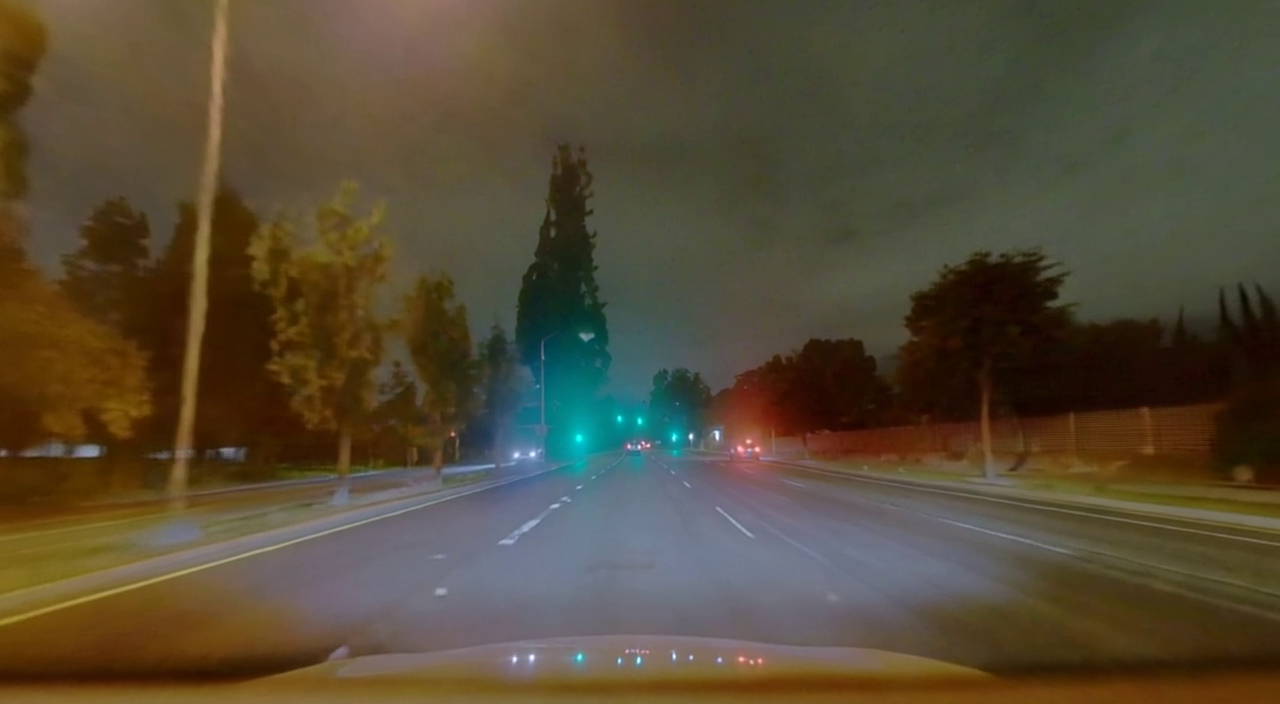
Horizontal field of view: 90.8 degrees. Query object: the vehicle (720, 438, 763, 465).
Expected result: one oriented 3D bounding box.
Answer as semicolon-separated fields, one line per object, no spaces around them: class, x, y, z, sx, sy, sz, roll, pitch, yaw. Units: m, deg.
vehicle;6.741;6.639;42.251;2.011;1.710;4.357;0;-9;-2
